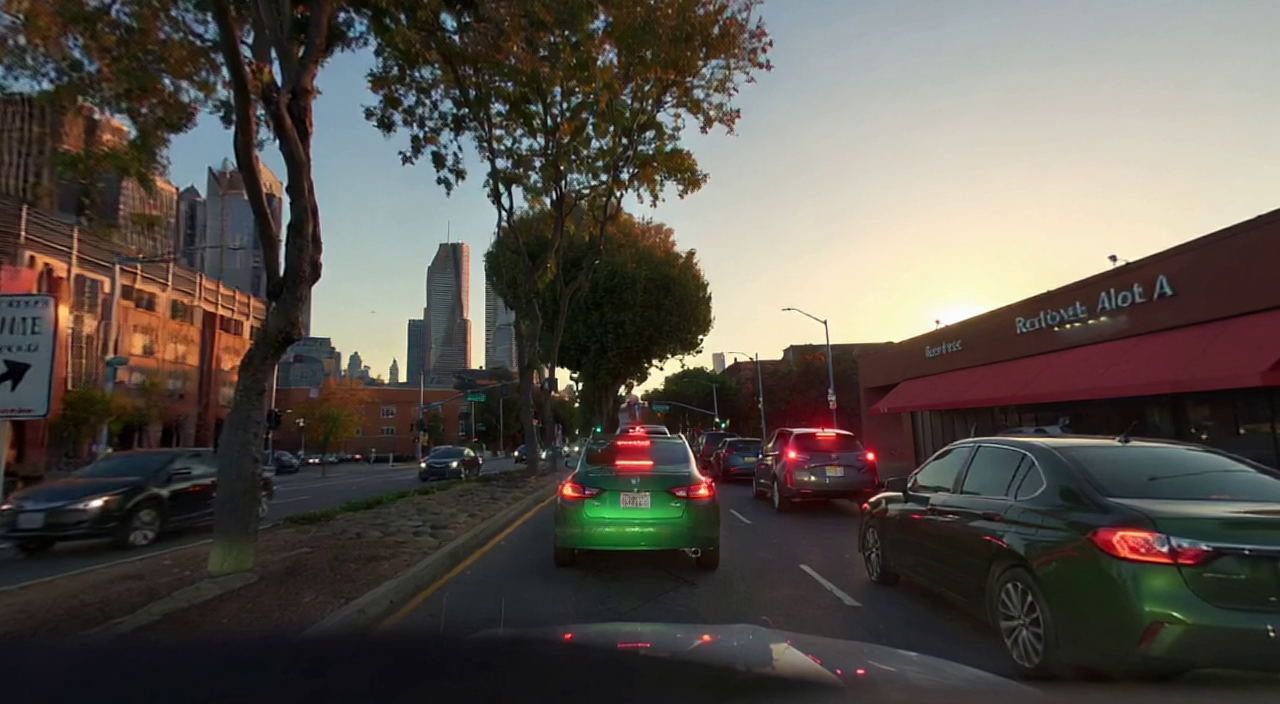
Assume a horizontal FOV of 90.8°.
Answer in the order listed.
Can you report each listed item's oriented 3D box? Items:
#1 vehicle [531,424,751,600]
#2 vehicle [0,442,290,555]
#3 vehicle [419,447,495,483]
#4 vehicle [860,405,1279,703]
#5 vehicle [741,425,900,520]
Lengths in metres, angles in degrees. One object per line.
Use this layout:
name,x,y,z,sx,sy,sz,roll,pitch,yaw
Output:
vehicle,-0.016,1.645,7.277,1.887,1.487,3.535,0,-9,-1
vehicle,-7.967,2.267,10.504,1.953,1.477,4.050,0,-9,0
vehicle,-7.950,4.929,27.940,1.991,1.433,4.261,-1,-9,1
vehicle,3.312,1.248,4.469,1.988,1.480,4.195,0,-9,0
vehicle,3.552,2.469,13.403,2.025,1.660,4.263,0,-9,-1
